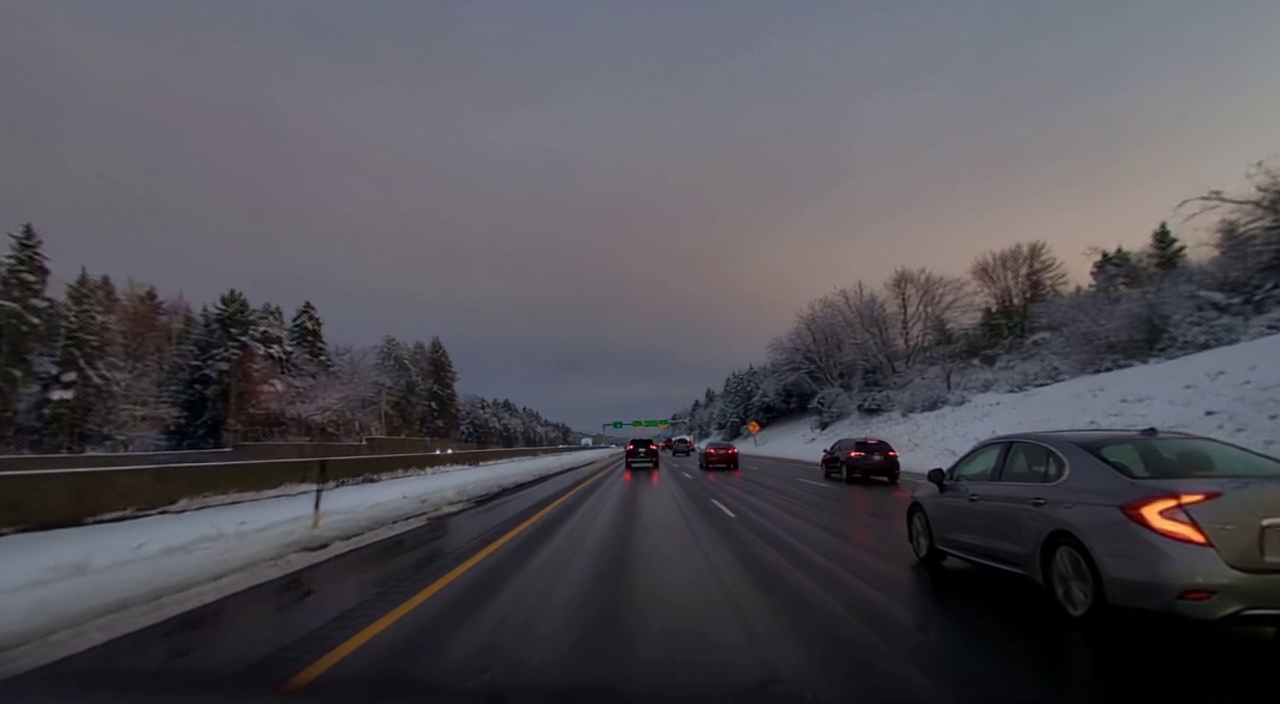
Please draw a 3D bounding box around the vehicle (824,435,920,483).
[{"bbox_3d":[8.057,3.750,22.359,1.810,1.516,4.183,-1,-8,0],"label":"vehicle"}]

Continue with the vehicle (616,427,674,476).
[{"bbox_3d":[0.191,4.091,26.093,2.189,1.852,4.038,0,-8,0],"label":"vehicle"}]

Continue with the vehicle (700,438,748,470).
[{"bbox_3d":[4.157,5.100,31.770,1.825,1.487,4.034,0,-8,-1],"label":"vehicle"}]

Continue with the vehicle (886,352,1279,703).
[{"bbox_3d":[3.701,1.124,4.641,2.003,1.661,4.418,-1,-8,1],"label":"vehicle"}]

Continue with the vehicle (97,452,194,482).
[{"bbox_3d":[-27.532,6.402,35.346,1.938,1.496,4.304,-1,-8,0],"label":"vehicle"}]
